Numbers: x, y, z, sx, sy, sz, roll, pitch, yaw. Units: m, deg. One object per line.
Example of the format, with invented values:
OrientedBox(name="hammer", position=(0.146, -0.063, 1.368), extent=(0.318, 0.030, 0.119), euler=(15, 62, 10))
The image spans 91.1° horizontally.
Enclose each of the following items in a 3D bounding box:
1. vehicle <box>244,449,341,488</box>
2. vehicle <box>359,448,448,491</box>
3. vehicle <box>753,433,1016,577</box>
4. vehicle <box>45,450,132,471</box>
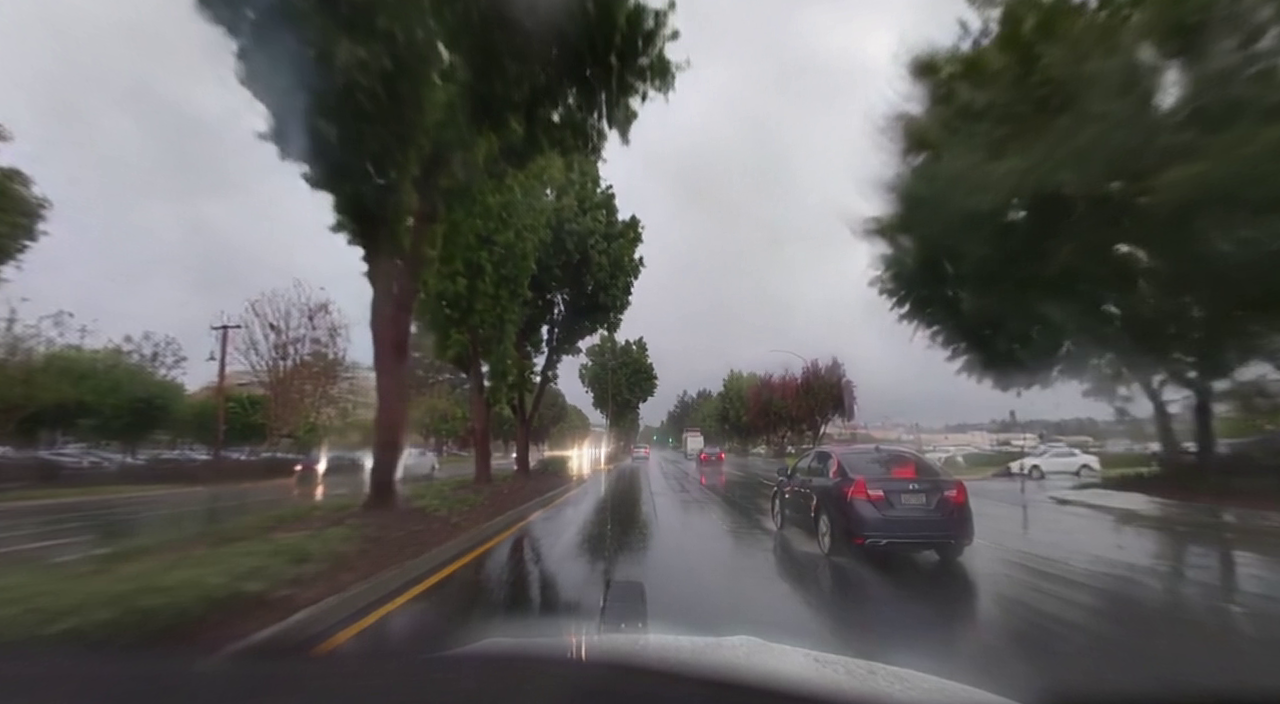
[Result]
OrientedBox(name="vehicle", position=(-15.874, 5.327, 28.975), extent=(1.951, 1.628, 4.325), euler=(0, -9, 1))
OrientedBox(name="vehicle", position=(-9.006, 4.462, 24.272), extent=(1.853, 1.504, 3.791), euler=(0, -9, 1))
OrientedBox(name="vehicle", position=(2.984, 1.954, 8.882), extent=(1.935, 1.501, 4.384), euler=(0, -9, 0))
OrientedBox(name="vehicle", position=(-41.488, 8.166, 47.304), extent=(4.576, 1.486, 1.909), euler=(0, -9, -2))
